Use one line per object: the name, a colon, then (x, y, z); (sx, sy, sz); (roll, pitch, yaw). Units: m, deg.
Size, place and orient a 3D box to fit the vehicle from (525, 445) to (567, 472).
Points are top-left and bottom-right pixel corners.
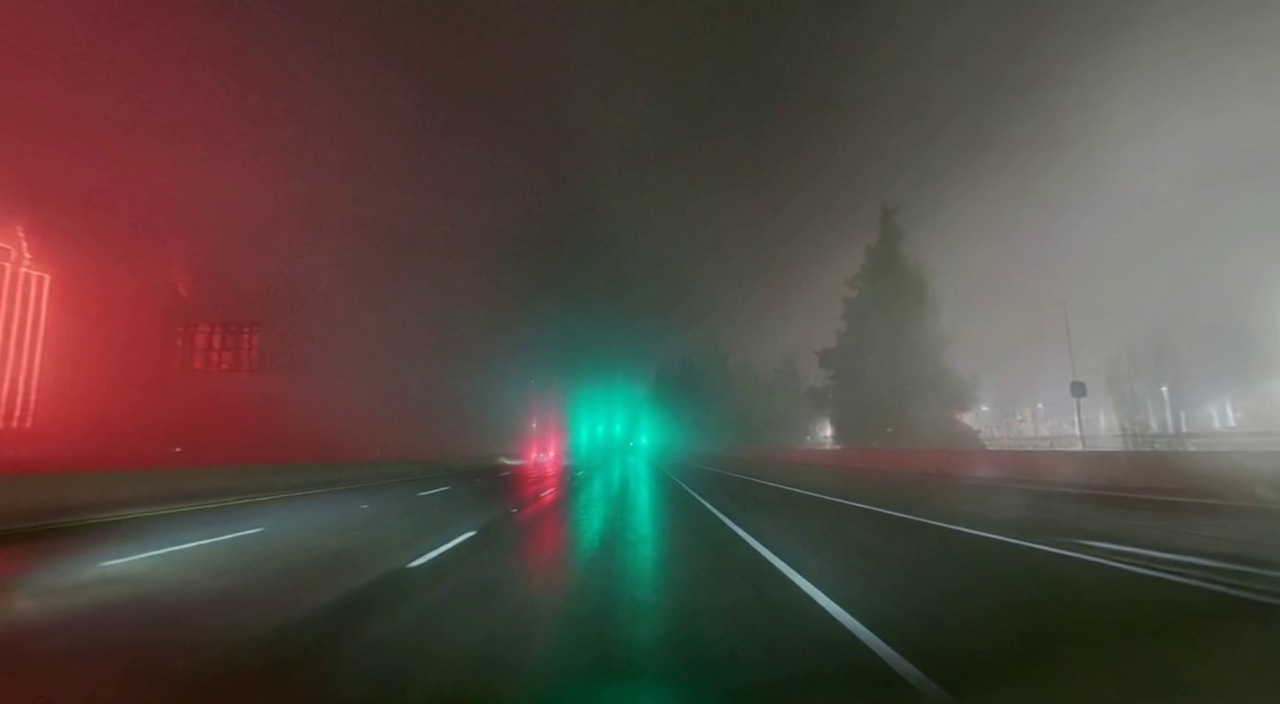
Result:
vehicle: (-5.704, 6.514, 38.718); (1.943, 1.510, 4.201); (0, -9, -1)
